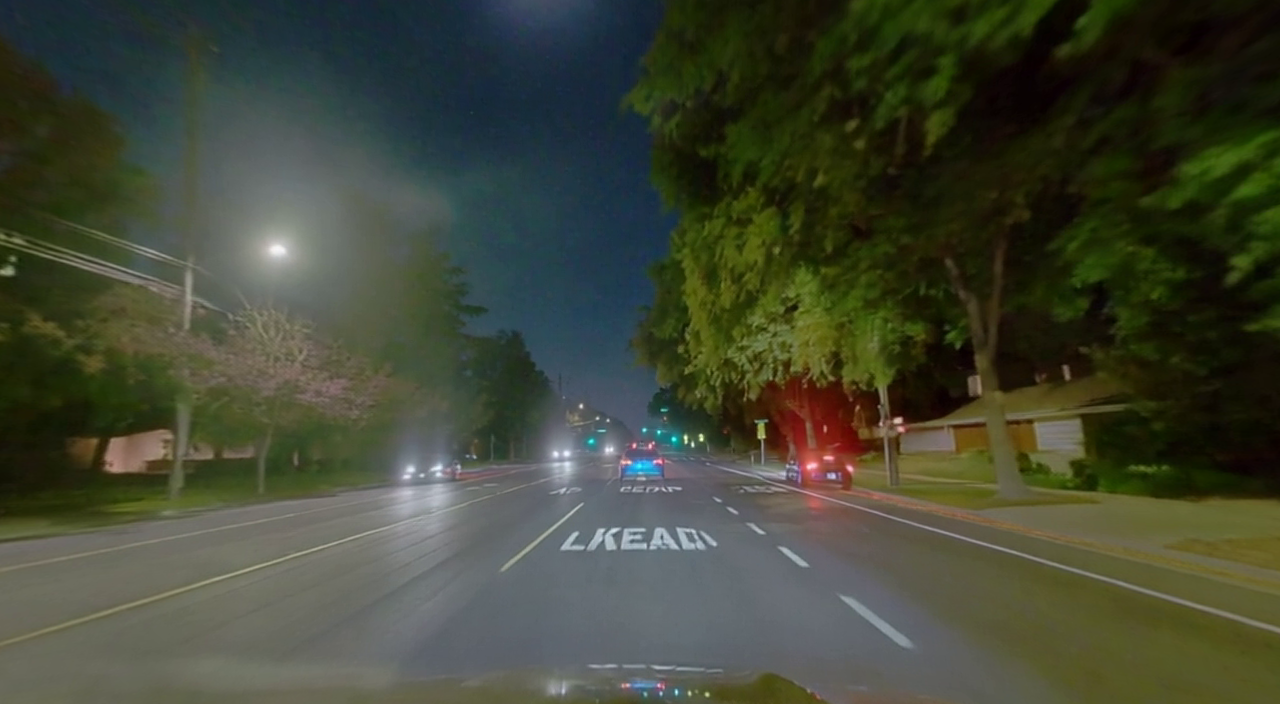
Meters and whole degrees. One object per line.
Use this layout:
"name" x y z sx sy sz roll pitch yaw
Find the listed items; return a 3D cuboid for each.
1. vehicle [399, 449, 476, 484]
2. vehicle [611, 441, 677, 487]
"vehicle" -9.386 5.303 29.645 2.030 1.468 4.469 -1 -9 1
"vehicle" 0.140 4.048 23.159 2.158 1.469 4.909 0 -8 0
